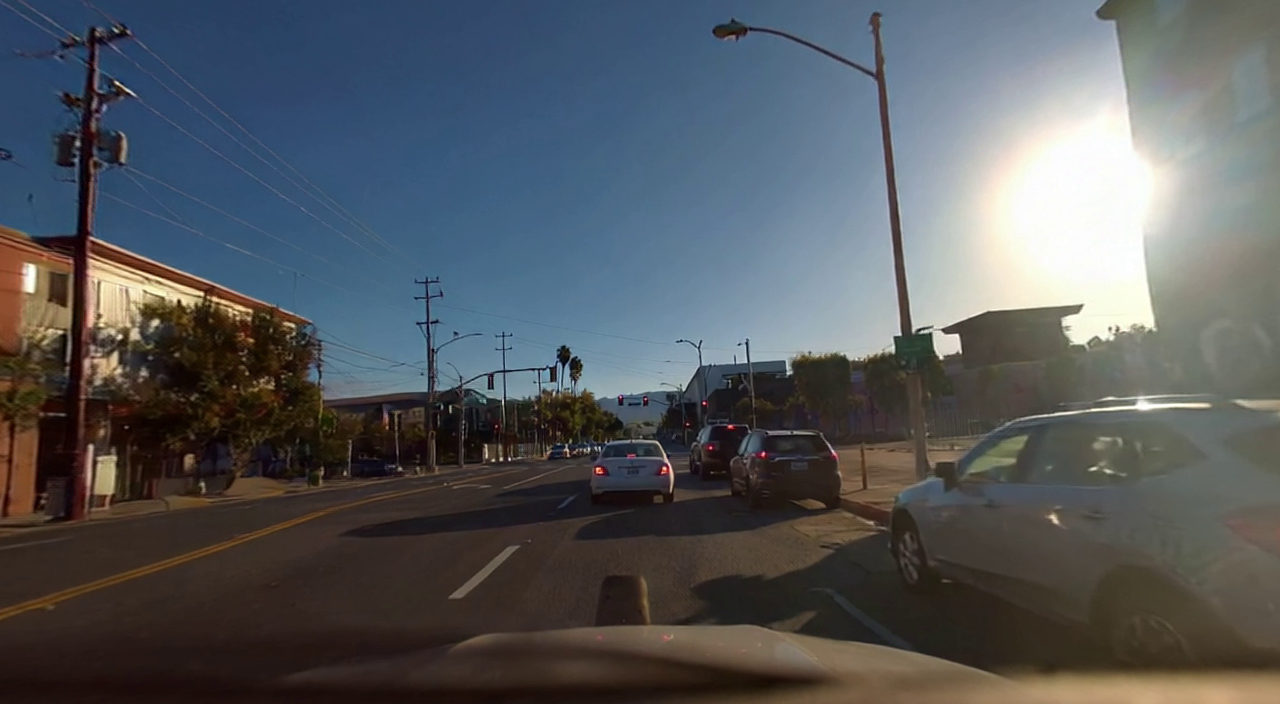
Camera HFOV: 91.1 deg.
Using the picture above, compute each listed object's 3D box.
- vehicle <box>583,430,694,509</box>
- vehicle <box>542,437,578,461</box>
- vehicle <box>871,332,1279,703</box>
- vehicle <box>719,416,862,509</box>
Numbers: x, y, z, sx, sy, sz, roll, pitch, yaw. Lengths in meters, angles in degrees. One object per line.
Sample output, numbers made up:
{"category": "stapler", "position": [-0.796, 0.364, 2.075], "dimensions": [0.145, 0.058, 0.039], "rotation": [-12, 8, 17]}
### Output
{"category": "vehicle", "position": [0.001, 2.598, 14.400], "dimensions": [2.153, 1.505, 4.452], "rotation": [0, -8, 1]}
{"category": "vehicle", "position": [-5.887, 7.242, 46.841], "dimensions": [2.059, 1.699, 4.252], "rotation": [0, -8, 1]}
{"category": "vehicle", "position": [3.288, 1.048, 4.006], "dimensions": [1.938, 1.714, 4.402], "rotation": [0, -8, 0]}
{"category": "vehicle", "position": [3.220, 2.492, 14.550], "dimensions": [2.060, 1.783, 4.579], "rotation": [0, -8, -1]}
